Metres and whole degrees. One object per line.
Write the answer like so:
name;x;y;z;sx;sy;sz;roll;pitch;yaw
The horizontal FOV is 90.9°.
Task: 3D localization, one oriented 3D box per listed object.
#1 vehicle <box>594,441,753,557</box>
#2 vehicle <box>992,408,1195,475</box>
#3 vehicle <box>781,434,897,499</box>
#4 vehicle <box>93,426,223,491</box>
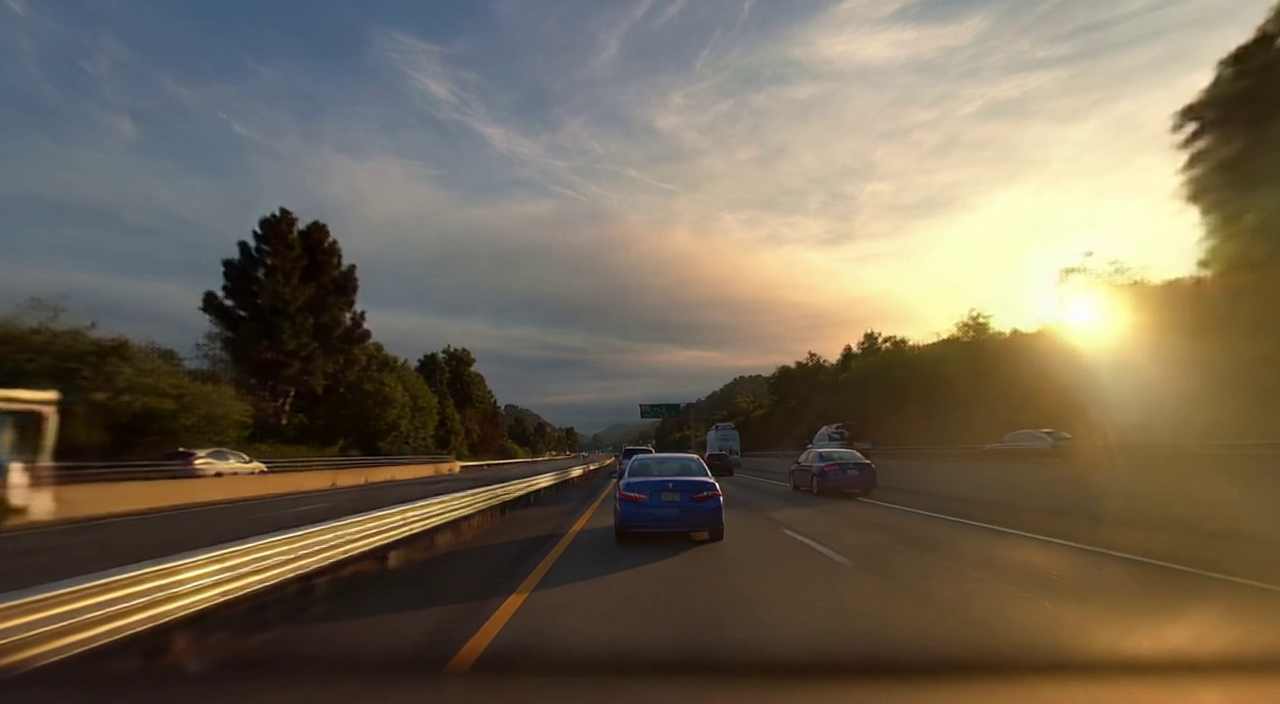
vehicle;0.430;2.223;10.188;2.076;1.485;3.774;0;-9;0
vehicle;31.486;6.532;45.269;2.822;3.996;14.073;1;-9;-7
vehicle;6.265;3.667;20.511;2.177;1.827;4.565;0;-9;-1
vehicle;-33.566;7.402;44.423;2.902;3.981;7.819;-3;-8;0
